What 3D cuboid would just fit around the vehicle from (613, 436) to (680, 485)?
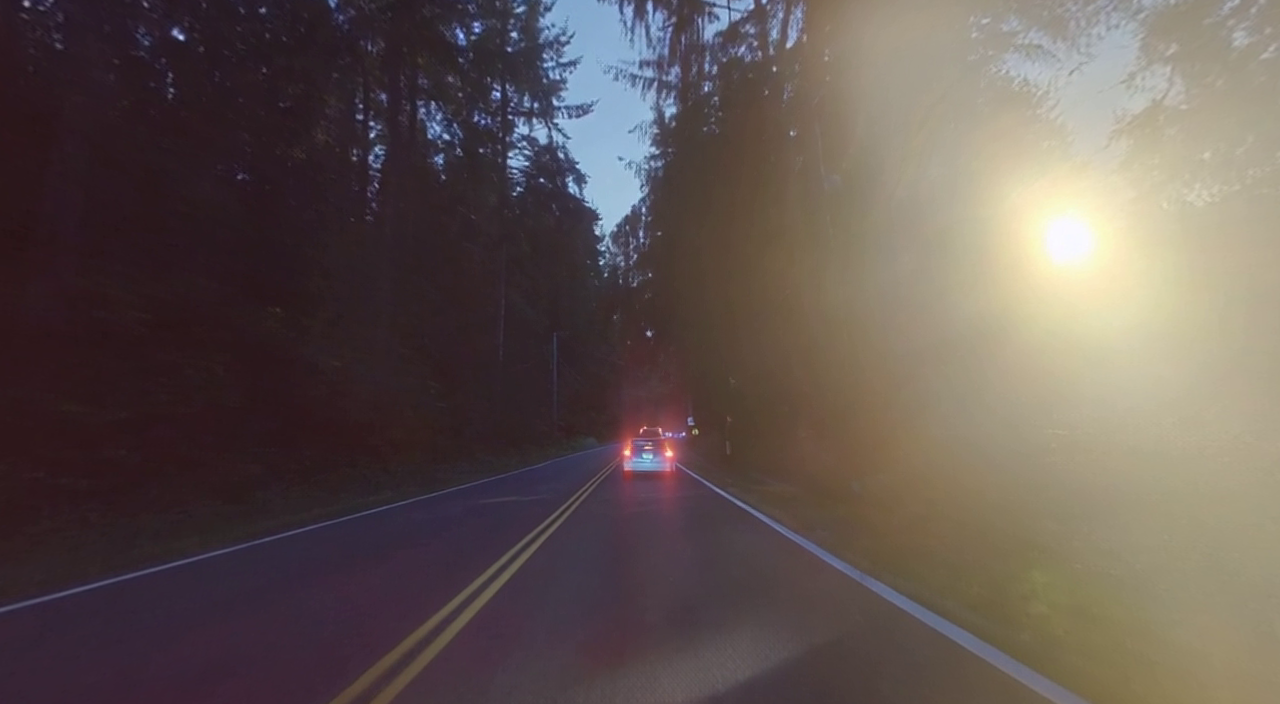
[{"bbox_3d":[0.189,3.672,21.627,2.081,1.503,3.726,0,-8,-1],"label":"vehicle"}]
